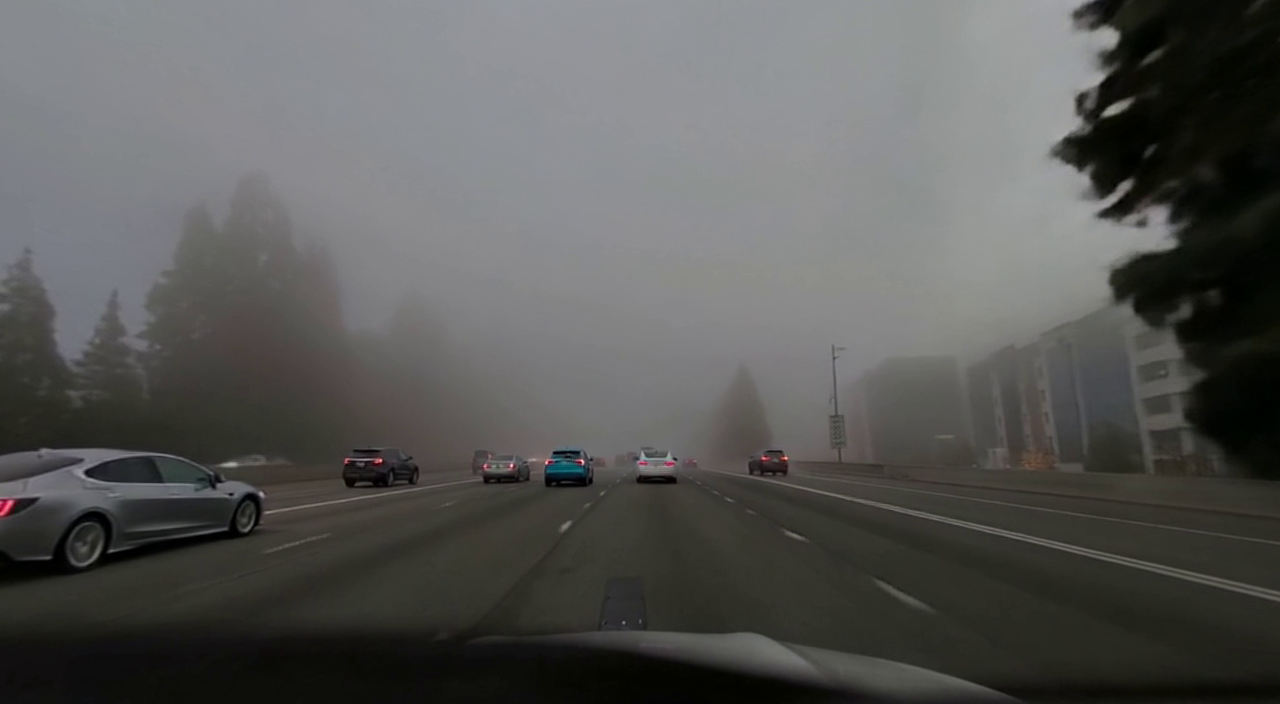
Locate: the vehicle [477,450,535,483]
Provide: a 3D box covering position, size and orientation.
[{"bbox_3d":[-6.503,5.587,31.052,1.886,1.455,4.148,-1,-8,1],"label":"vehicle"}]

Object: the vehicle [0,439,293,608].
[{"bbox_3d":[-6.673,1.848,7.737,2.116,1.473,4.644,-1,-8,1],"label":"vehicle"}]

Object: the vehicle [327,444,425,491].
[{"bbox_3d":[-10.356,4.527,25.116,1.947,1.683,4.331,-1,-8,1],"label":"vehicle"}]

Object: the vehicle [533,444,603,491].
[{"bbox_3d":[-2.670,4.423,24.462,2.102,1.624,4.257,-1,-8,2],"label":"vehicle"}]

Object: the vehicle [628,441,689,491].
[{"bbox_3d":[0.666,4.282,24.131,2.114,1.715,4.136,-1,-8,1],"label":"vehicle"}]

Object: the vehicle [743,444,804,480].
[{"bbox_3d":[7.137,5.915,34.190,2.071,1.754,4.484,0,-9,-3],"label":"vehicle"}]
